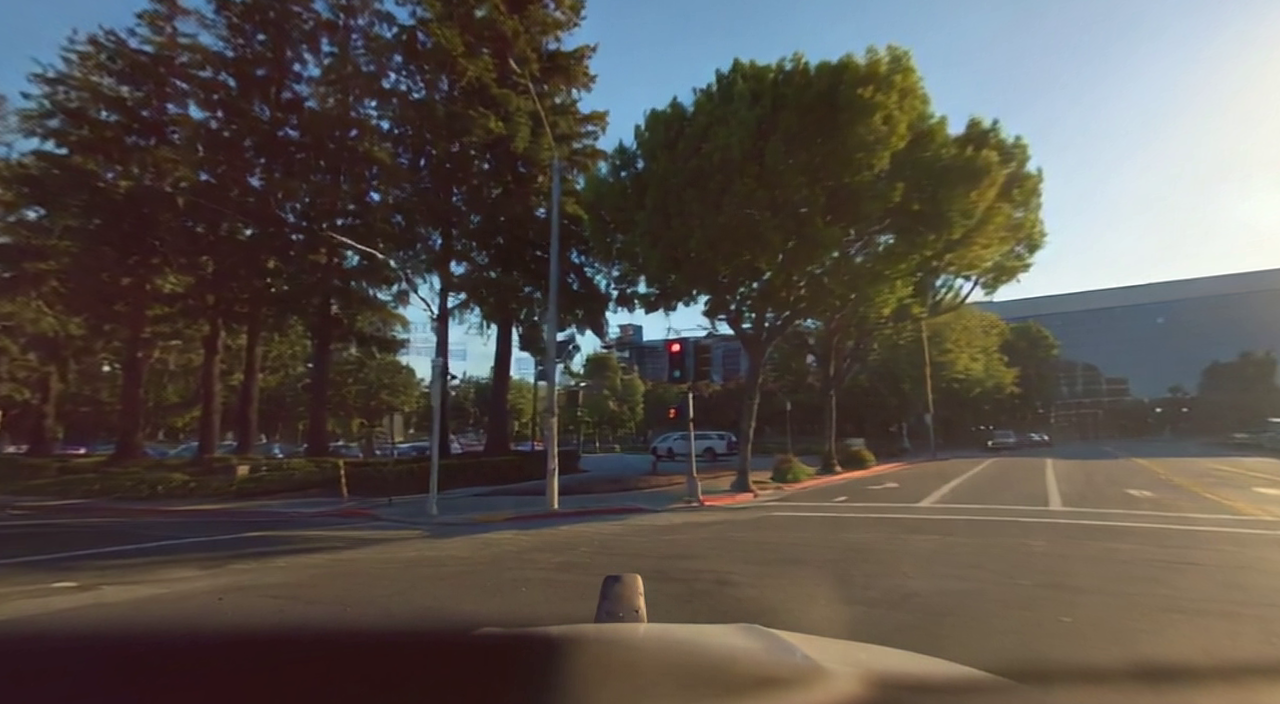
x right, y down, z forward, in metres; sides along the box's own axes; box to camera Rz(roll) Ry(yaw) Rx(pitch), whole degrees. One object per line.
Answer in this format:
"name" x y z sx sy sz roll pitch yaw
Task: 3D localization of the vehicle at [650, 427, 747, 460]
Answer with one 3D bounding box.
"vehicle" 3.063 4.861 33.412 4.765 1.593 1.891 -5 -10 30
